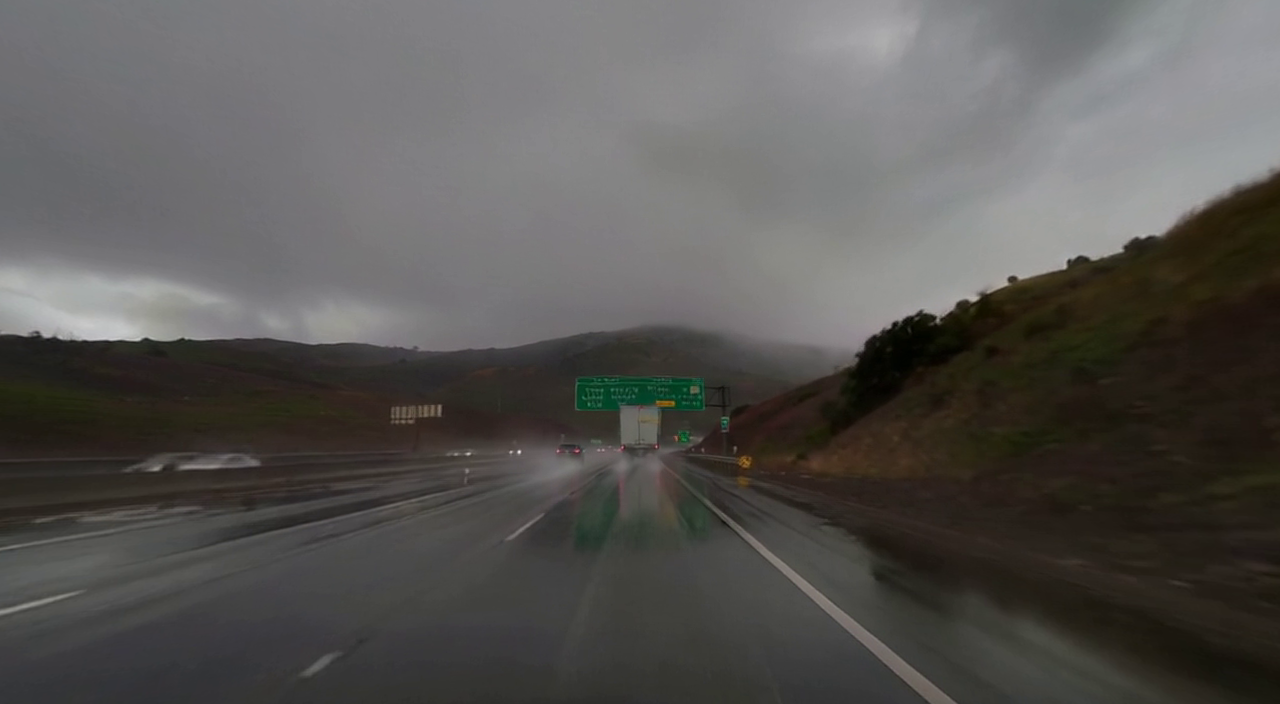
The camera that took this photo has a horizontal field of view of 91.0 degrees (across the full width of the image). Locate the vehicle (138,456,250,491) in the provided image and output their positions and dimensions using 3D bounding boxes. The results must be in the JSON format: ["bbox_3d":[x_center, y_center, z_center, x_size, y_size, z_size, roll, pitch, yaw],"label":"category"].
[{"bbox_3d":[-21.688,5.883,30.906,1.948,1.496,4.780,0,-9,1],"label":"vehicle"}]

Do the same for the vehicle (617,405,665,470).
[{"bbox_3d":[0.195,6.333,46.174,3.039,4.131,11.822,0,-9,1],"label":"vehicle"}]
